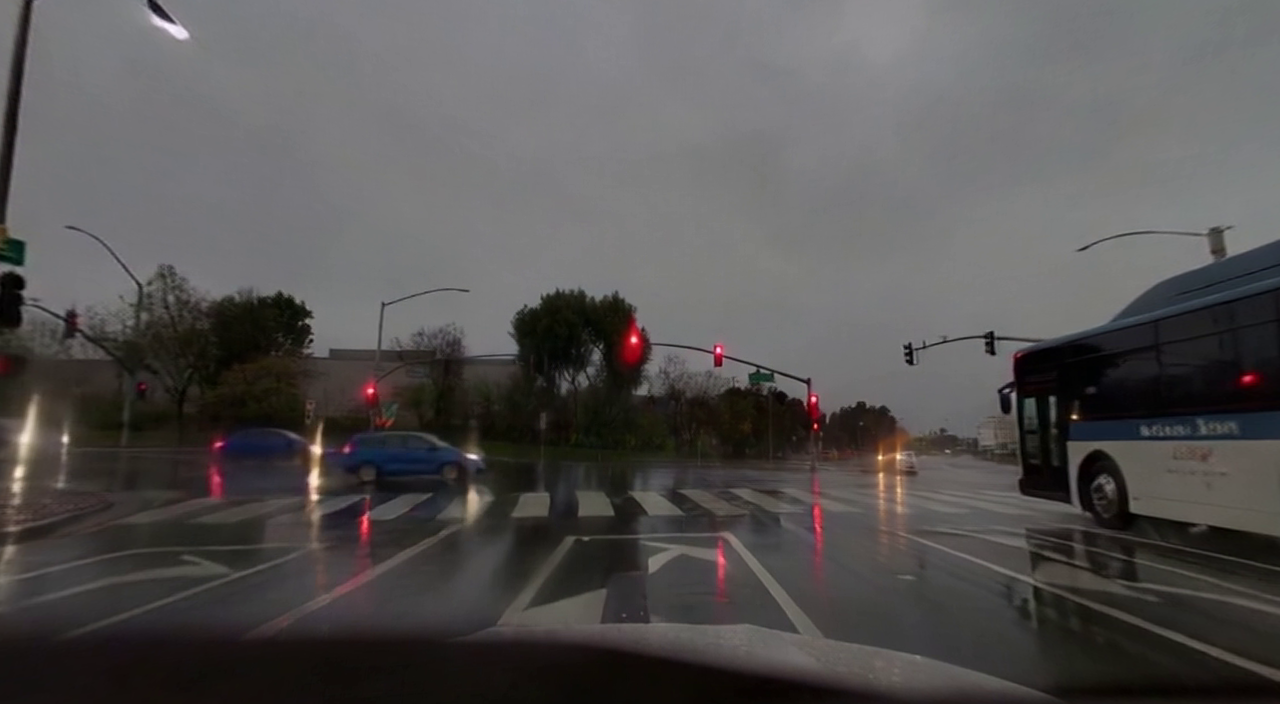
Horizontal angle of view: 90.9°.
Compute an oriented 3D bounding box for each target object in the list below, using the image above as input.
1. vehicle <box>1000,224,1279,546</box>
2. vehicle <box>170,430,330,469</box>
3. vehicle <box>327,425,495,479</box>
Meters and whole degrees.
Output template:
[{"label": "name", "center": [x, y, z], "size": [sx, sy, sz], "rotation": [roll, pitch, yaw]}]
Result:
[{"label": "vehicle", "center": [9.550, 0.468, 8.222], "size": [2.916, 4.009, 13.397], "rotation": [0, -8, 5]}, {"label": "vehicle", "center": [-15.854, 3.990, 25.988], "size": [5.203, 1.488, 1.907], "rotation": [3, -9, -18]}, {"label": "vehicle", "center": [-7.583, 3.393, 21.283], "size": [5.014, 1.675, 1.906], "rotation": [4, -9, -18]}]
